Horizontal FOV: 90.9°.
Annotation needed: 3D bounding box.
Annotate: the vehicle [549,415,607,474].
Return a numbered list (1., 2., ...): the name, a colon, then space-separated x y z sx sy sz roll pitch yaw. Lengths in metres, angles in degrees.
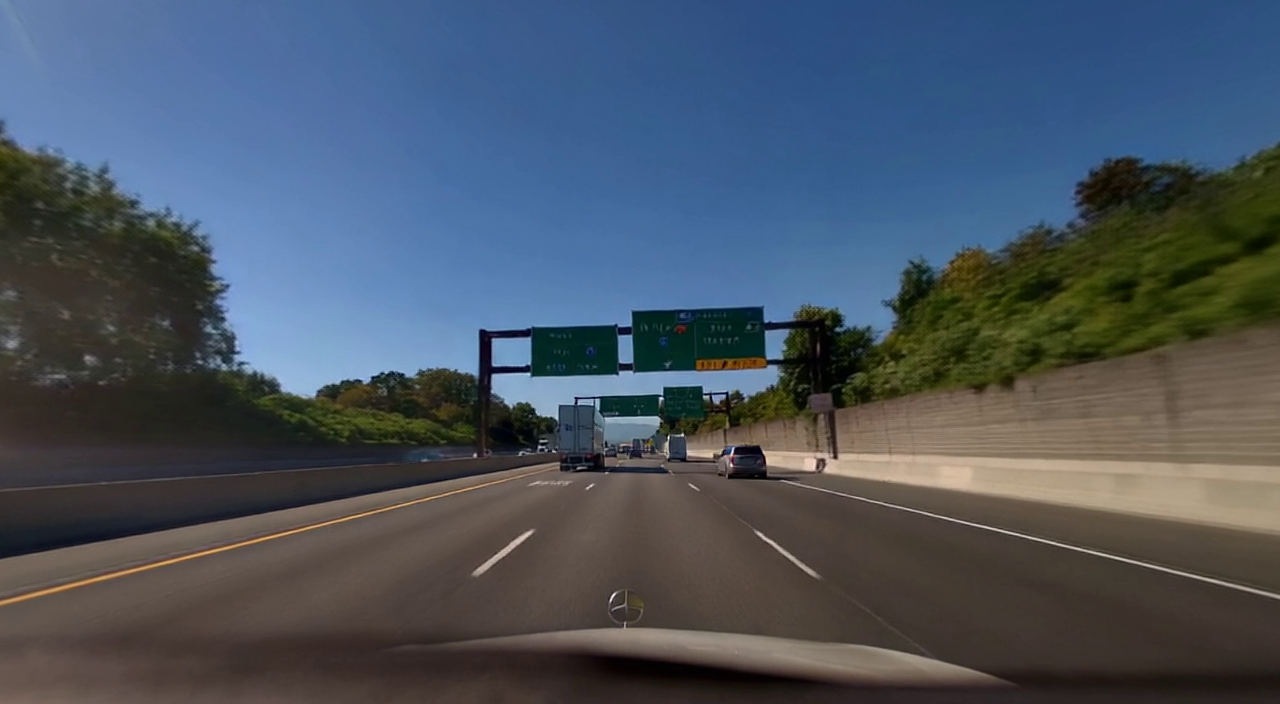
1. vehicle: -3.581 5.583 37.924 2.667 3.195 6.731 0 -9 1

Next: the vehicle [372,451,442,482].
1. vehicle: -11.662 5.726 31.901 1.810 1.429 4.420 0 -9 1

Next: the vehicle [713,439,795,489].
1. vehicle: 3.810 3.837 21.806 1.983 1.545 4.038 0 -9 -1
